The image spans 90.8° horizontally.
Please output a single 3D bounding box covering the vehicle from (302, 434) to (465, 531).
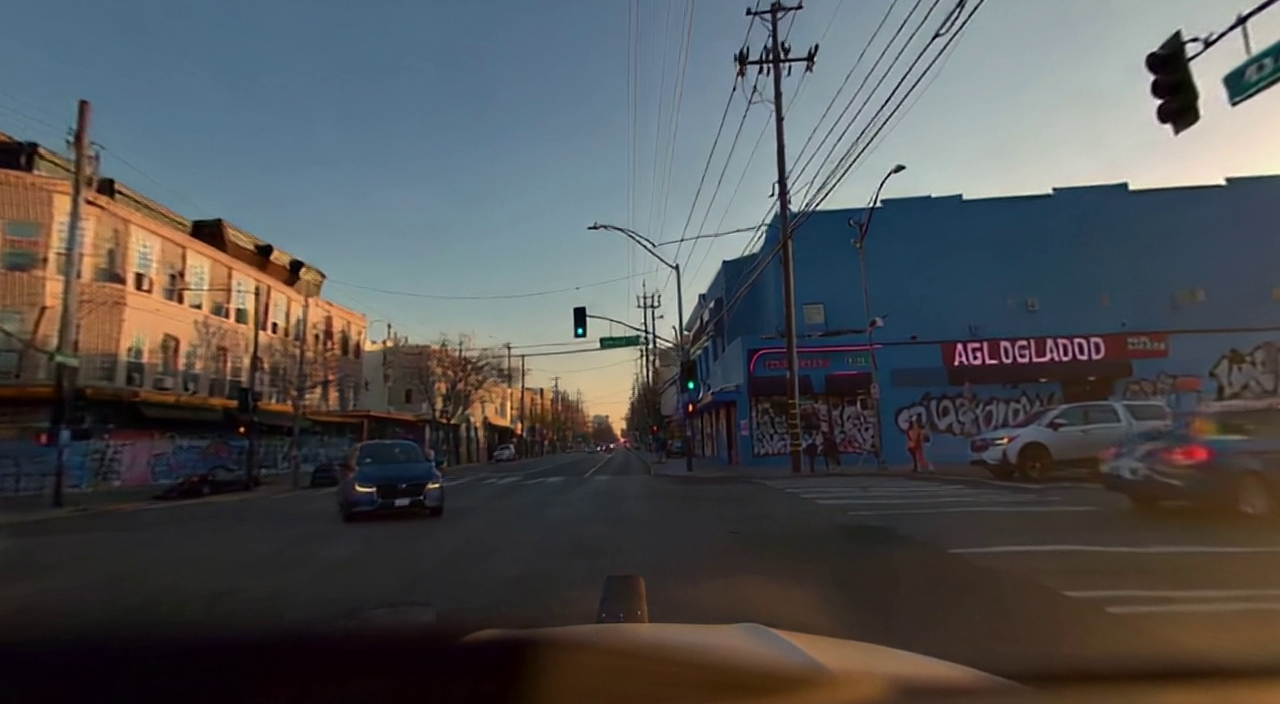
[{"bbox_3d":[-5.077,2.350,12.124,2.097,1.457,4.439,5,-10,-31],"label":"vehicle"}]

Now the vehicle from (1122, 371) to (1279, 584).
[{"bbox_3d":[7.399,1.096,5.718,4.714,1.686,1.973,1,-8,-9],"label":"vehicle"}]

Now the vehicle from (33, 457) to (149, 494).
[{"bbox_3d":[-23.518,5.285,27.156,3.360,1.392,1.674,-1,-9,-1],"label":"vehicle"}]
